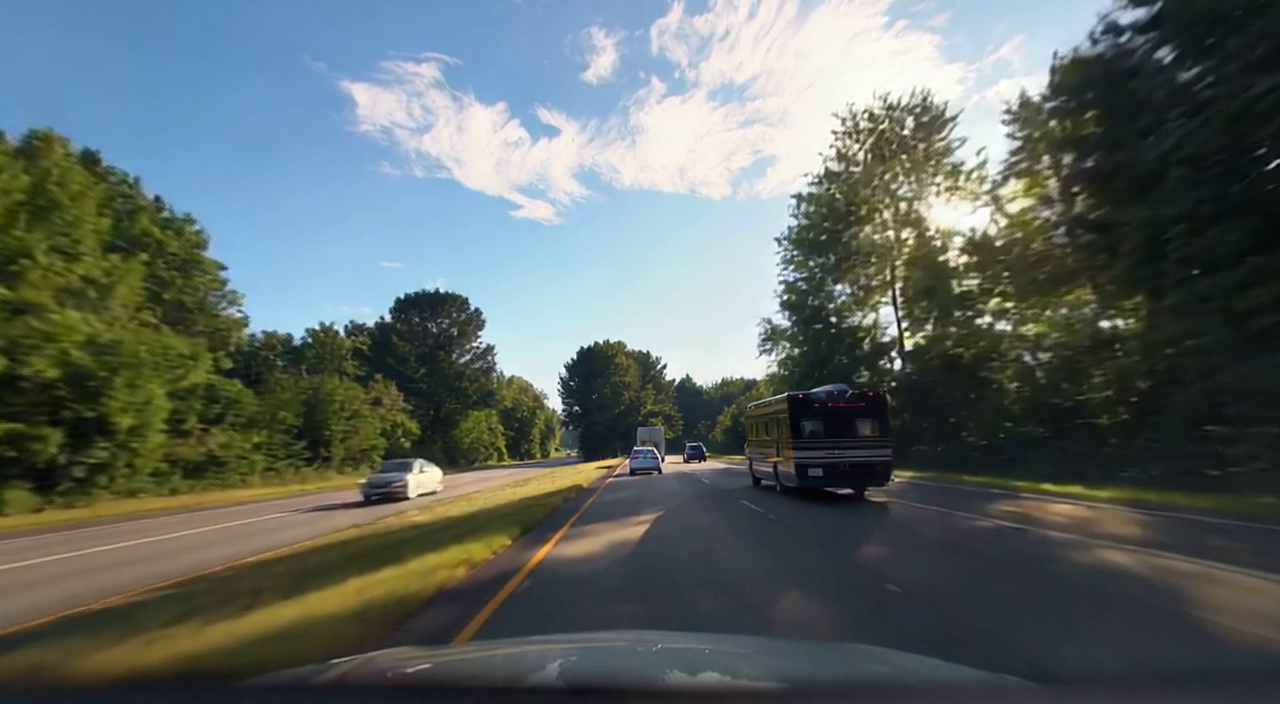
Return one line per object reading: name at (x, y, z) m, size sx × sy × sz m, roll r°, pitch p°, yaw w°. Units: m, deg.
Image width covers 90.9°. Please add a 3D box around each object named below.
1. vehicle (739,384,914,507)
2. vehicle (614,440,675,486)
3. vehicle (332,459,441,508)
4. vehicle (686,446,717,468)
vehicle at (4.859, 2.699, 18.124) m, size 2.745 × 2.832 × 7.035 m, roll 0°, pitch -9°, yaw -1°
vehicle at (0.117, 4.207, 24.117) m, size 2.120 × 1.575 × 4.018 m, roll 0°, pitch -9°, yaw -1°
vehicle at (-8.682, 4.510, 22.080) m, size 2.069 × 1.468 × 4.368 m, roll 0°, pitch -9°, yaw -1°
vehicle at (4.253, 7.271, 43.785) m, size 1.757 × 1.459 × 3.398 m, roll 0°, pitch -9°, yaw -1°
